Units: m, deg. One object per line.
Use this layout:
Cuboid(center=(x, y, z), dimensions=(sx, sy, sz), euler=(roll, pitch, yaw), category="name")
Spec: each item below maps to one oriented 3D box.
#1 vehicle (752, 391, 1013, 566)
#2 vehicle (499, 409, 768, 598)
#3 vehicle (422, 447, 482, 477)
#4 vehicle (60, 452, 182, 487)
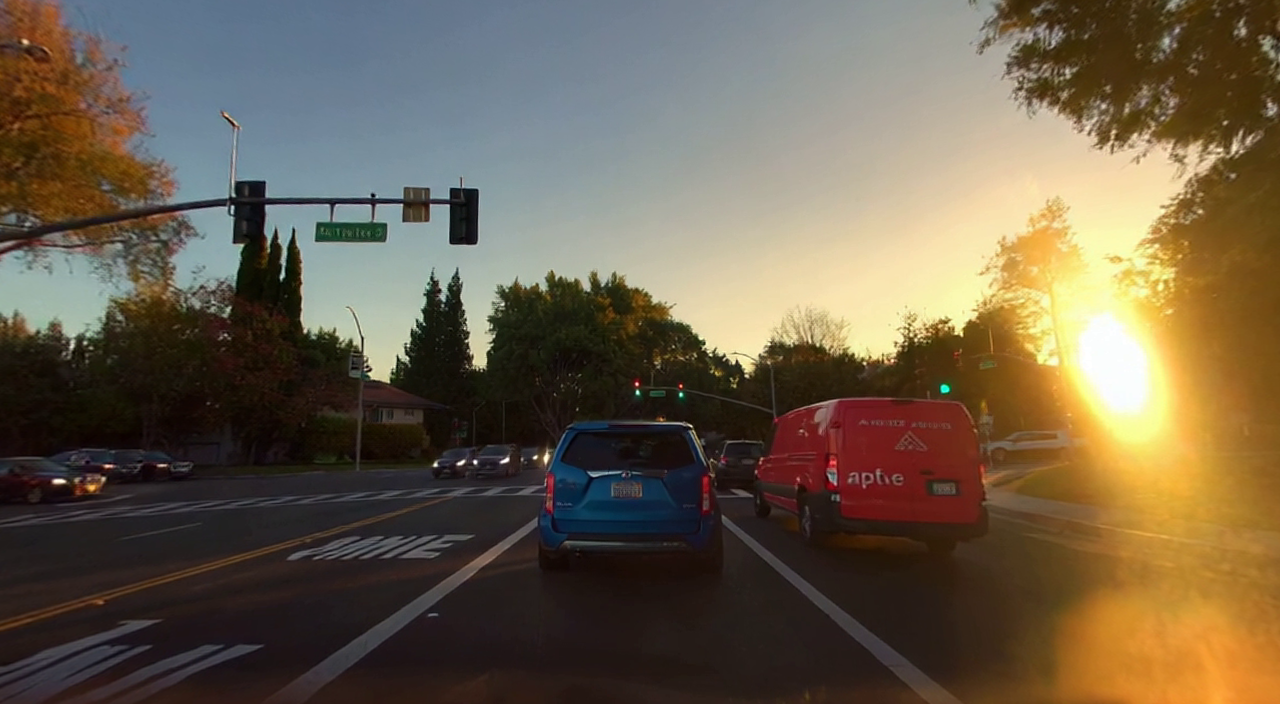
Cuboid(center=(3.066, 1.716, 9.135), dimensions=(2.059, 1.924, 4.257), euler=(0, -8, 0), category="vehicle")
Cuboid(center=(-0.048, 1.638, 7.698), dimensions=(2.321, 1.624, 4.367), euler=(0, -8, 0), category="vehicle")
Cuboid(center=(-10.155, 5.952, 34.286), dimensions=(1.881, 1.515, 4.262), euler=(0, -8, 1), category="vehicle")
Cuboid(center=(-25.256, 5.705, 30.704), dimensions=(4.073, 1.603, 1.920), euler=(1, -9, -8), category="vehicle")
